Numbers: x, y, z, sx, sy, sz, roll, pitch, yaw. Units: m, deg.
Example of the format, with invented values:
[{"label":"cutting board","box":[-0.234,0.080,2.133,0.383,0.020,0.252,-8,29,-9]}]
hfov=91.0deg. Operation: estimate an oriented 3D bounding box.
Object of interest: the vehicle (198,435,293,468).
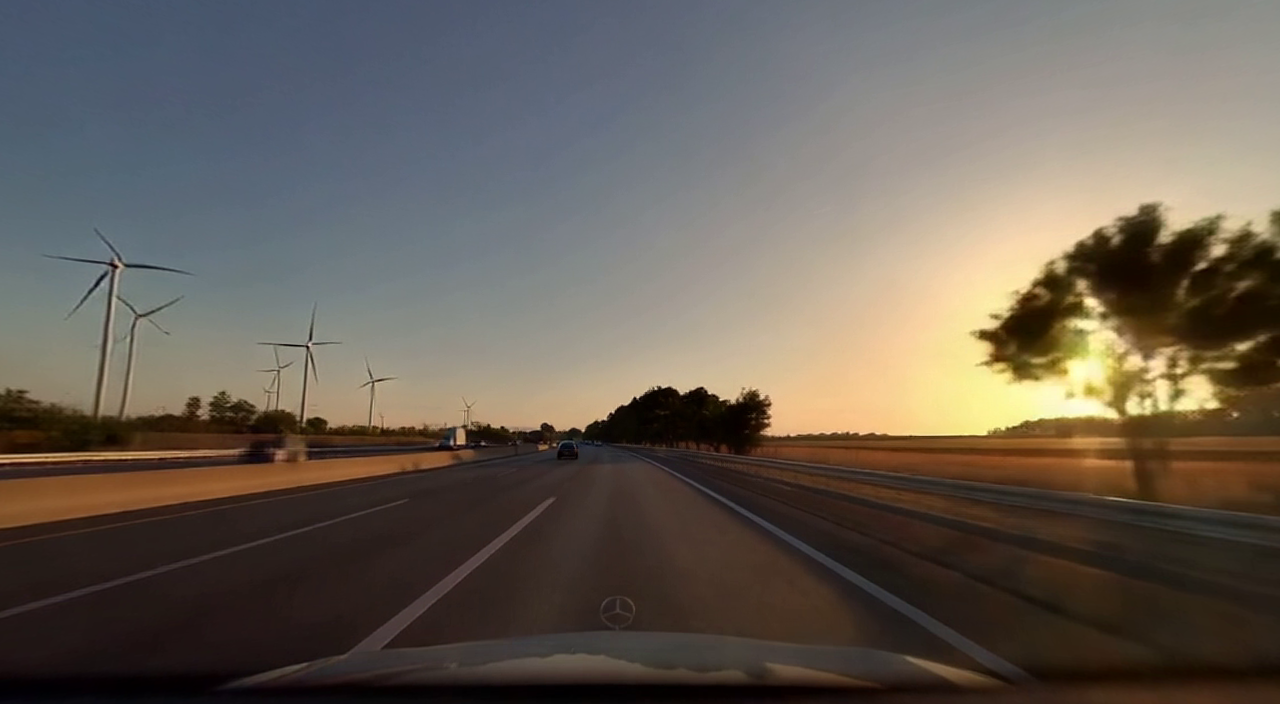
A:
[{"label":"vehicle","box":[-20.284,5.123,32.671,2.008,1.530,4.758,0,-8,-2]}]

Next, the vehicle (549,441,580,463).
[{"label":"vehicle","box":[-5.619,7.475,47.171,2.053,1.549,4.097,0,-8,-3]}]
